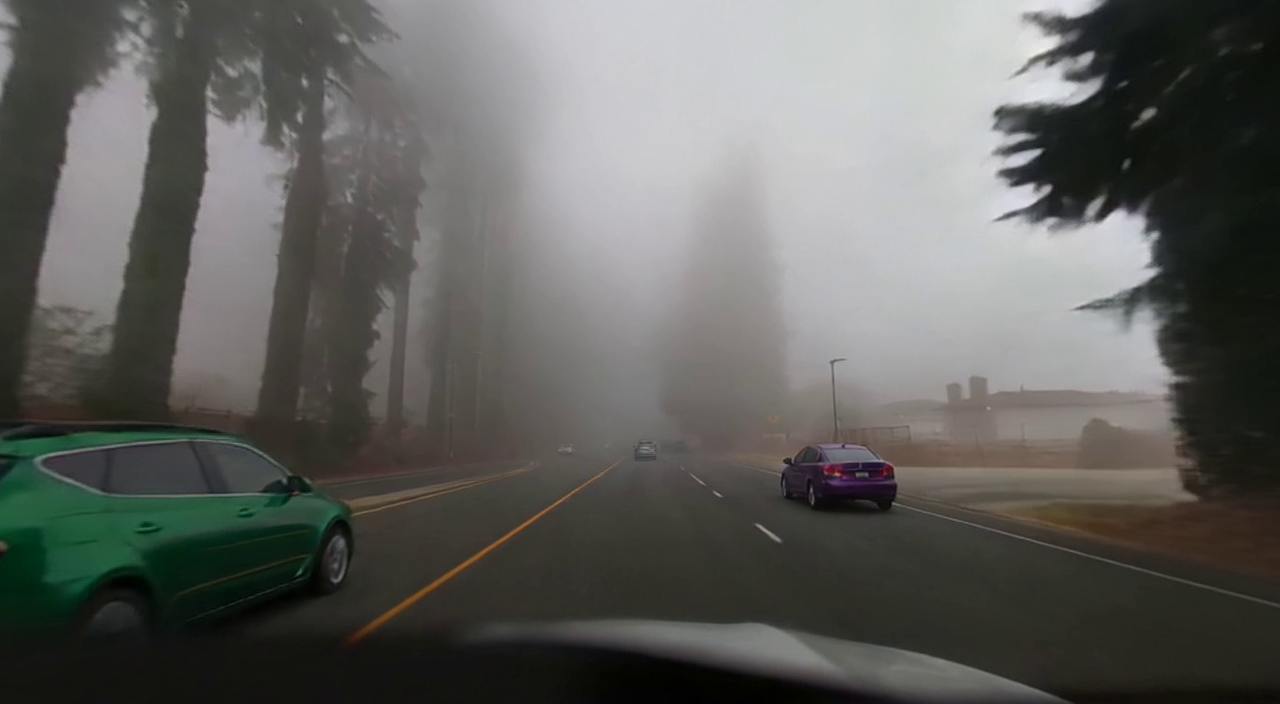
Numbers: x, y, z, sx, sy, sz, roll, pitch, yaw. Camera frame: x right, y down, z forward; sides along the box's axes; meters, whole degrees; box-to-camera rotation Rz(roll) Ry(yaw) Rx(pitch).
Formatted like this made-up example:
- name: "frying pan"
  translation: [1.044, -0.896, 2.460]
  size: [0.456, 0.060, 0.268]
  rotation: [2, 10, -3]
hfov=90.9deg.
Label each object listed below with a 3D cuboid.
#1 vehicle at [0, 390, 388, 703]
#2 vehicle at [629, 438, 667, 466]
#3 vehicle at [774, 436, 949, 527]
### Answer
- name: "vehicle"
  translation: [-3.691, 1.122, 3.966]
  size: [2.162, 1.546, 4.889]
  rotation: [-1, -7, 0]
- name: "vehicle"
  translation: [0.512, 6.070, 38.650]
  size: [2.206, 1.525, 4.695]
  rotation: [-1, -7, 1]
- name: "vehicle"
  translation: [4.170, 2.456, 12.790]
  size: [1.943, 1.471, 4.515]
  rotation: [-1, -7, 0]
